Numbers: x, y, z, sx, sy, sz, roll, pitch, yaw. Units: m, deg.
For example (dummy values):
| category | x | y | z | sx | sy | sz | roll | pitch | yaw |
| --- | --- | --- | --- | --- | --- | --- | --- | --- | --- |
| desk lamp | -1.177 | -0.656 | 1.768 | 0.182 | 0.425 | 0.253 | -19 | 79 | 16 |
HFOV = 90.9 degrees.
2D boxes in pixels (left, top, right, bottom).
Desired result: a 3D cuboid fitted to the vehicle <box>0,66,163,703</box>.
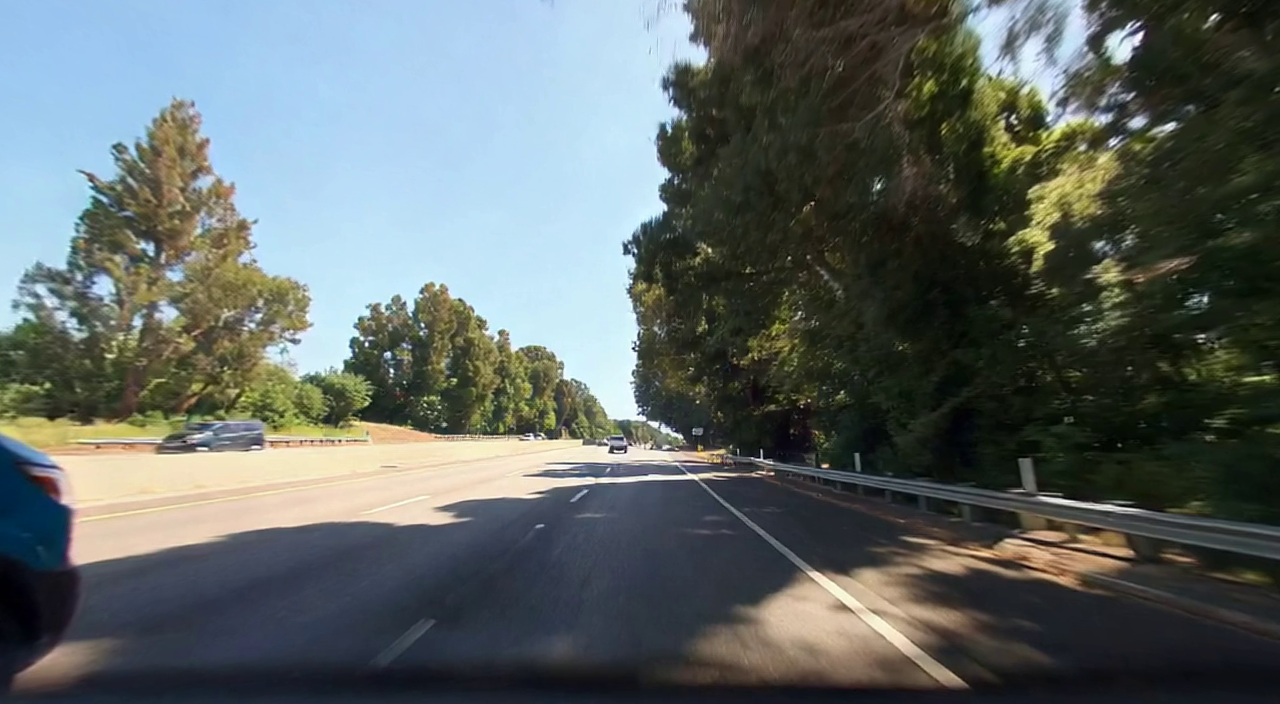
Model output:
| category | x | y | z | sx | sy | sz | roll | pitch | yaw |
| --- | --- | --- | --- | --- | --- | --- | --- | --- | --- |
| vehicle | -3.927 | -0.056 | 0.586 | 2.319 | 2.883 | 5.632 | 0 | -8 | 2 |

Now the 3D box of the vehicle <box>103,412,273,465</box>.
| category | x | y | z | sx | sy | sz | roll | pitch | yaw |
| --- | --- | --- | --- | --- | --- | --- | --- | --- | --- |
| vehicle | -20.702 | 4.093 | 29.543 | 2.597 | 2.167 | 7.072 | 0 | -8 | 1 |
